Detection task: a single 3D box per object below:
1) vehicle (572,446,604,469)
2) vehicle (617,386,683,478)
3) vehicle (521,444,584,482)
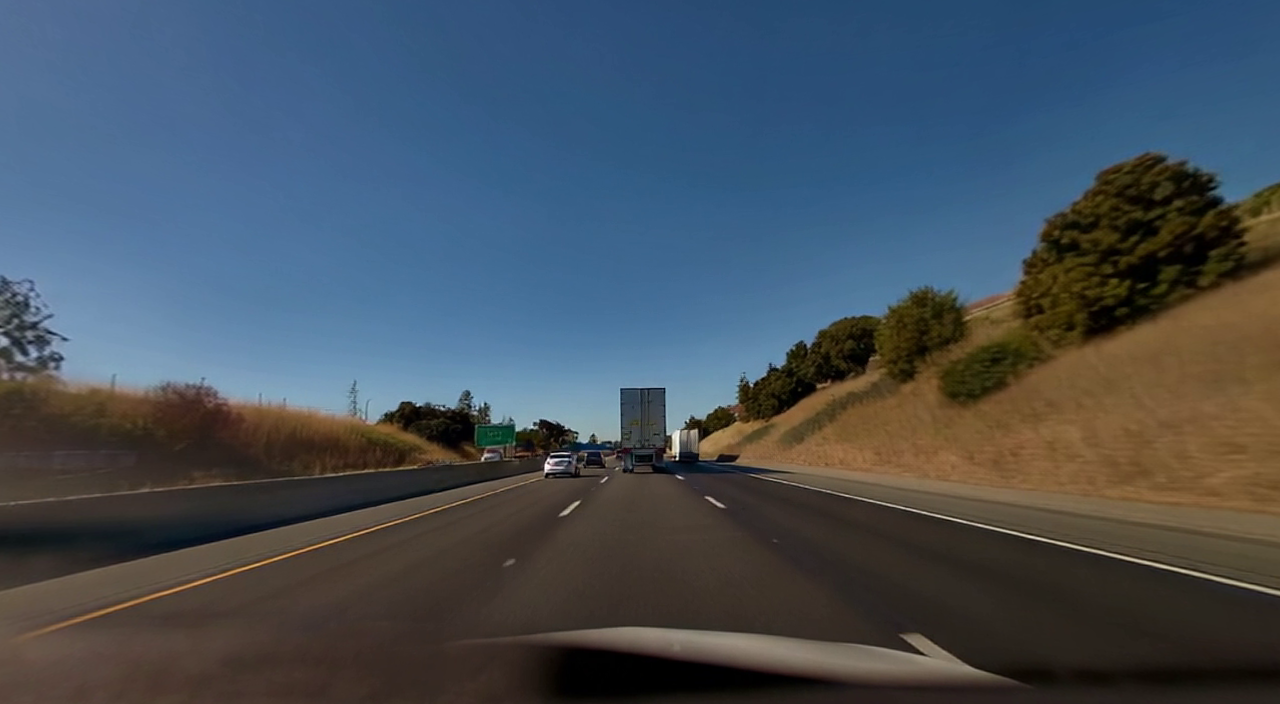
[{"bbox_3d":[-3.799,7.746,46.461,2.051,1.537,4.111,0,-9,-1],"label":"vehicle"},{"bbox_3d":[0.337,4.390,33.600,2.919,4.048,11.010,0,-9,-1],"label":"vehicle"},{"bbox_3d":[-3.720,4.813,27.615,2.053,1.489,4.740,0,-9,0],"label":"vehicle"}]
